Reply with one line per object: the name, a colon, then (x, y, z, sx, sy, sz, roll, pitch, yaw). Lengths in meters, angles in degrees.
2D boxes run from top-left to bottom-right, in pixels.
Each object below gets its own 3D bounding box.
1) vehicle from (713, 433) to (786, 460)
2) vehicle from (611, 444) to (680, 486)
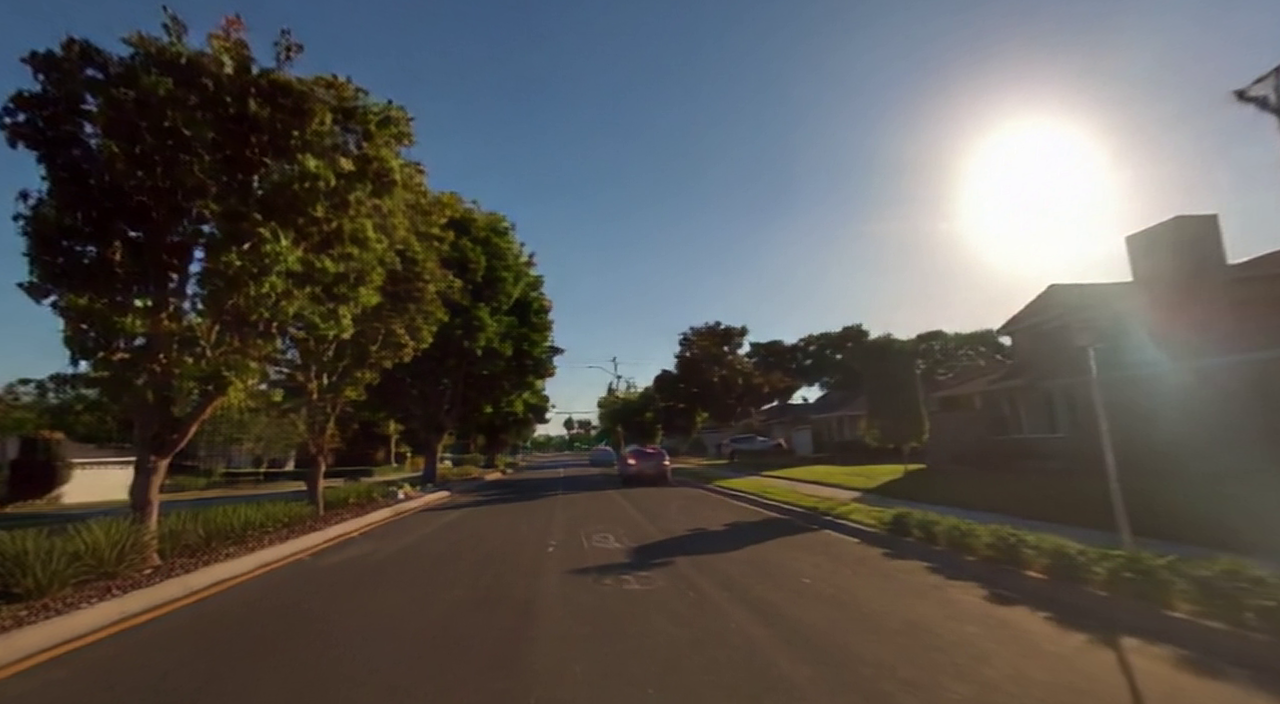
vehicle: (6.396, 5.532, 37.025, 3.827, 1.512, 1.855, 1, -8, -8)
vehicle: (0.125, 4.492, 25.528, 1.979, 1.524, 4.578, 1, -8, -10)
